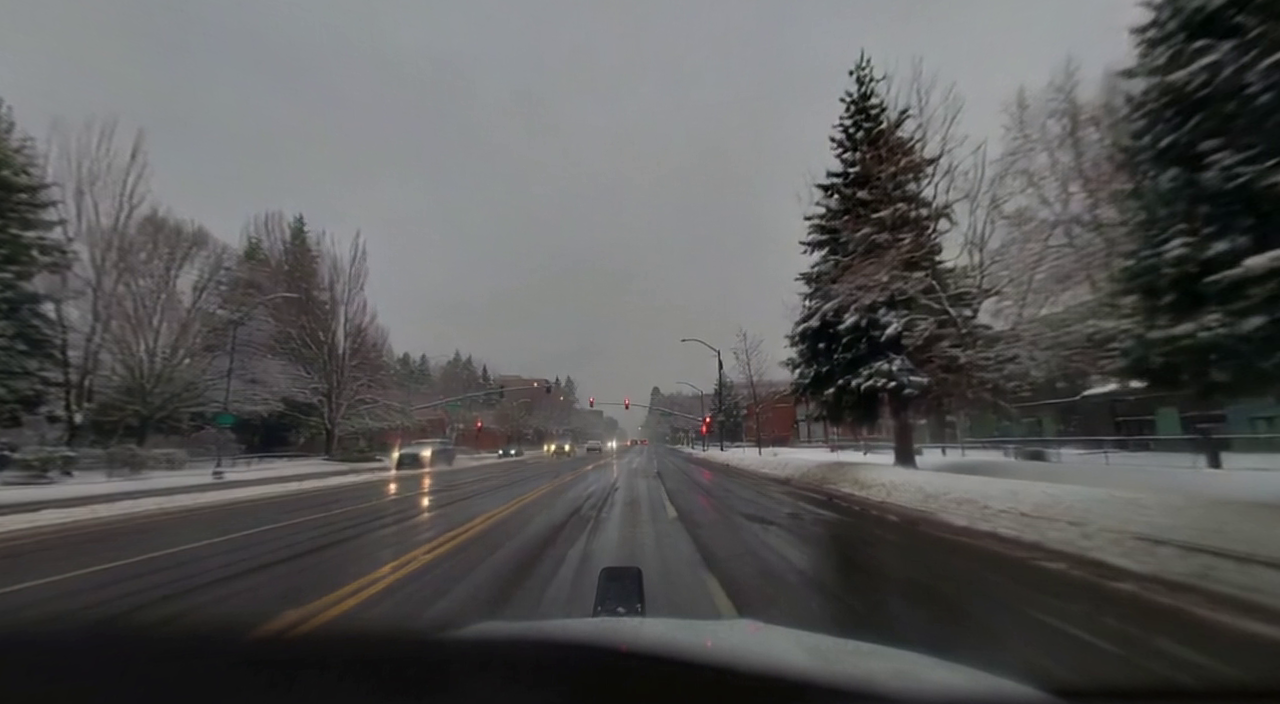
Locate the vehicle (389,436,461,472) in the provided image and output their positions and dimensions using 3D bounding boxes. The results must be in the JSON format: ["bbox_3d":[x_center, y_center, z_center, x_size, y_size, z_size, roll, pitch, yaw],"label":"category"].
[{"bbox_3d":[-12.022,5.732,35.720,2.184,1.812,5.245,0,-9,0],"label":"vehicle"}]
